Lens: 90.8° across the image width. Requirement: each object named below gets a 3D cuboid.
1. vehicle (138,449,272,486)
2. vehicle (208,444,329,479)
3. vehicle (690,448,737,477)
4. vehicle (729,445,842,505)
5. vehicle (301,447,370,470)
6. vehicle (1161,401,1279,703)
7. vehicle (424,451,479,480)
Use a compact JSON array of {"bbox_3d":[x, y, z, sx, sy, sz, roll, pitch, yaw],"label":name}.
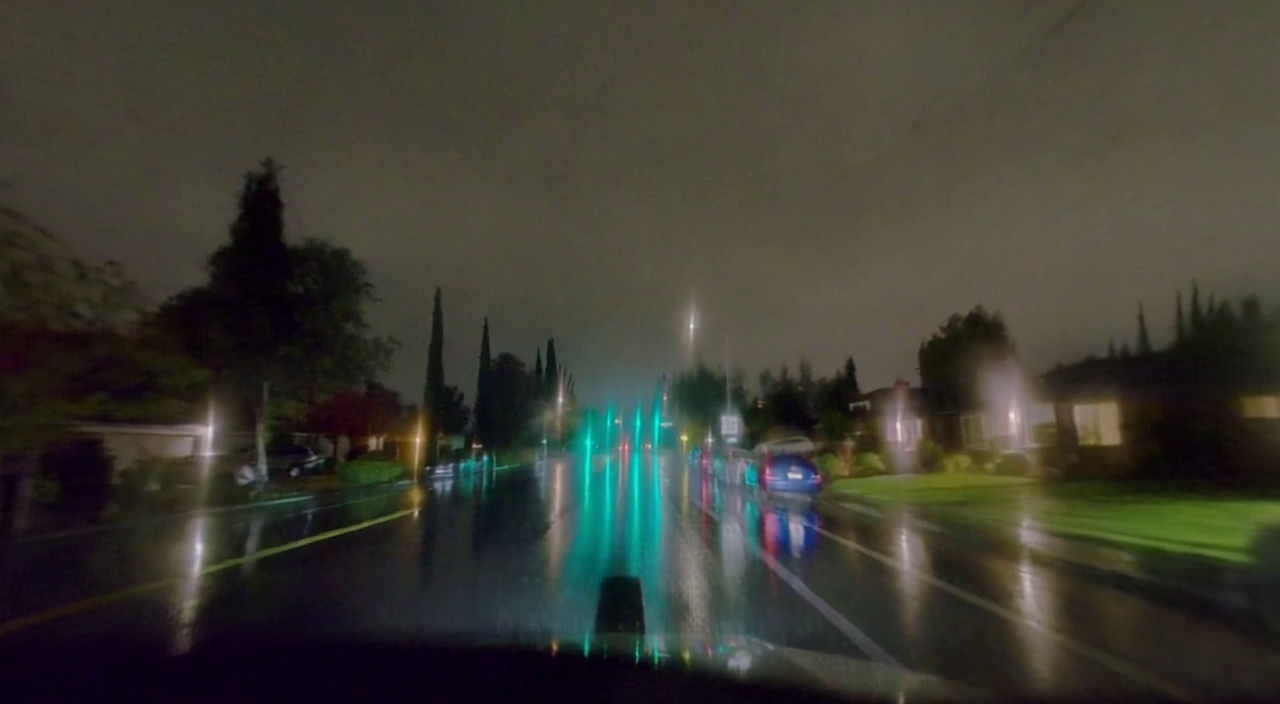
[{"bbox_3d":[-19.220,5.104,28.065,4.446,1.534,2.018,0,-9,2],"label":"vehicle"},{"bbox_3d":[-20.088,5.915,34.313,5.216,1.780,2.045,0,-9,-1],"label":"vehicle"},{"bbox_3d":[3.995,6.054,34.979,2.002,1.493,4.652,0,-9,0],"label":"vehicle"},{"bbox_3d":[4.108,3.539,18.698,1.997,1.510,4.555,0,-9,-4],"label":"vehicle"},{"bbox_3d":[-23.731,8.282,49.316,4.304,1.755,2.047,0,-9,-1],"label":"vehicle"},{"bbox_3d":[4.036,0.788,1.262,1.999,1.615,4.513,0,-9,-2],"label":"vehicle"},{"bbox_3d":[-10.935,6.573,36.884,1.895,1.551,4.229,0,-9,0],"label":"vehicle"}]
